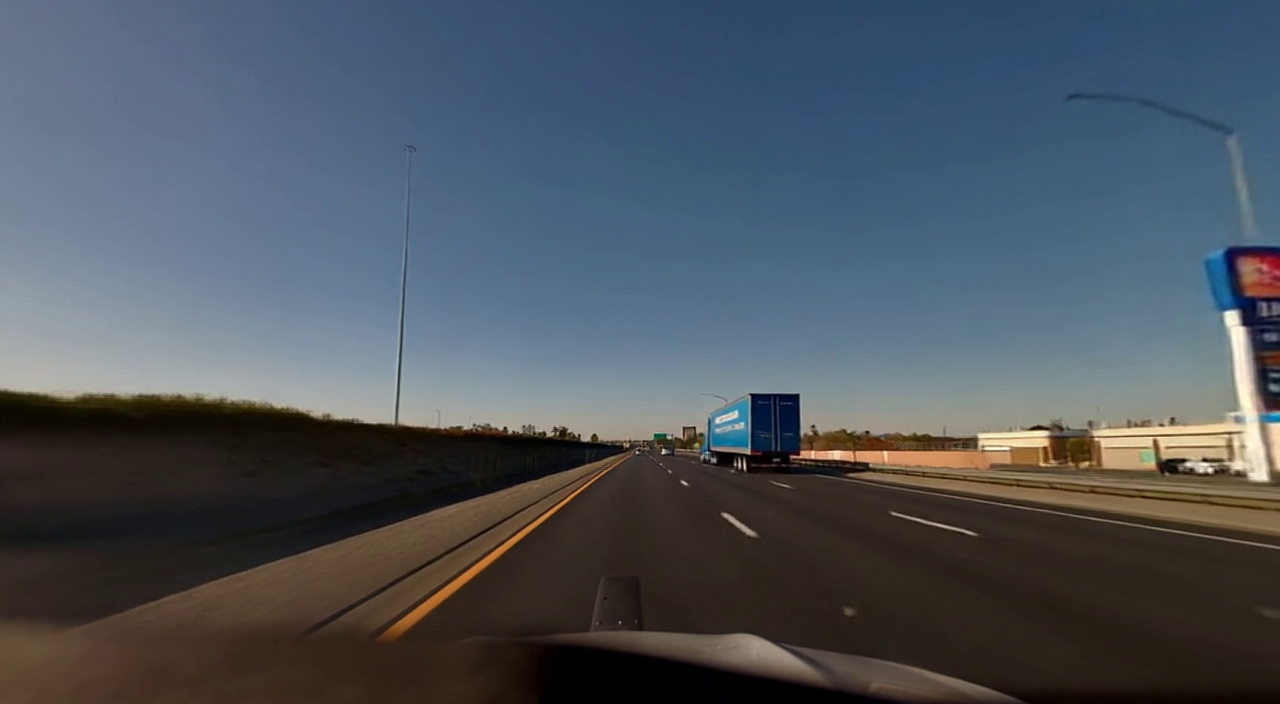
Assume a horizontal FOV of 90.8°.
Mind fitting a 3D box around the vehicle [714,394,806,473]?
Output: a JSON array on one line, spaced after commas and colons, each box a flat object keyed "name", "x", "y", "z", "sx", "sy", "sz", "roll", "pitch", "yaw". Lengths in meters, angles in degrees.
[{"name": "vehicle", "x": 7.260, "y": 5.452, "z": 41.264, "sx": 2.912, "sy": 4.153, "sz": 15.866, "roll": 0, "pitch": -8, "yaw": 0}]

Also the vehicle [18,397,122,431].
[{"name": "vehicle", "x": -27.819, "y": 3.099, "z": 30.965, "sx": 1.644, "sy": 1.458, "sz": 3.682, "roll": 0, "pitch": -8, "yaw": -1}]
